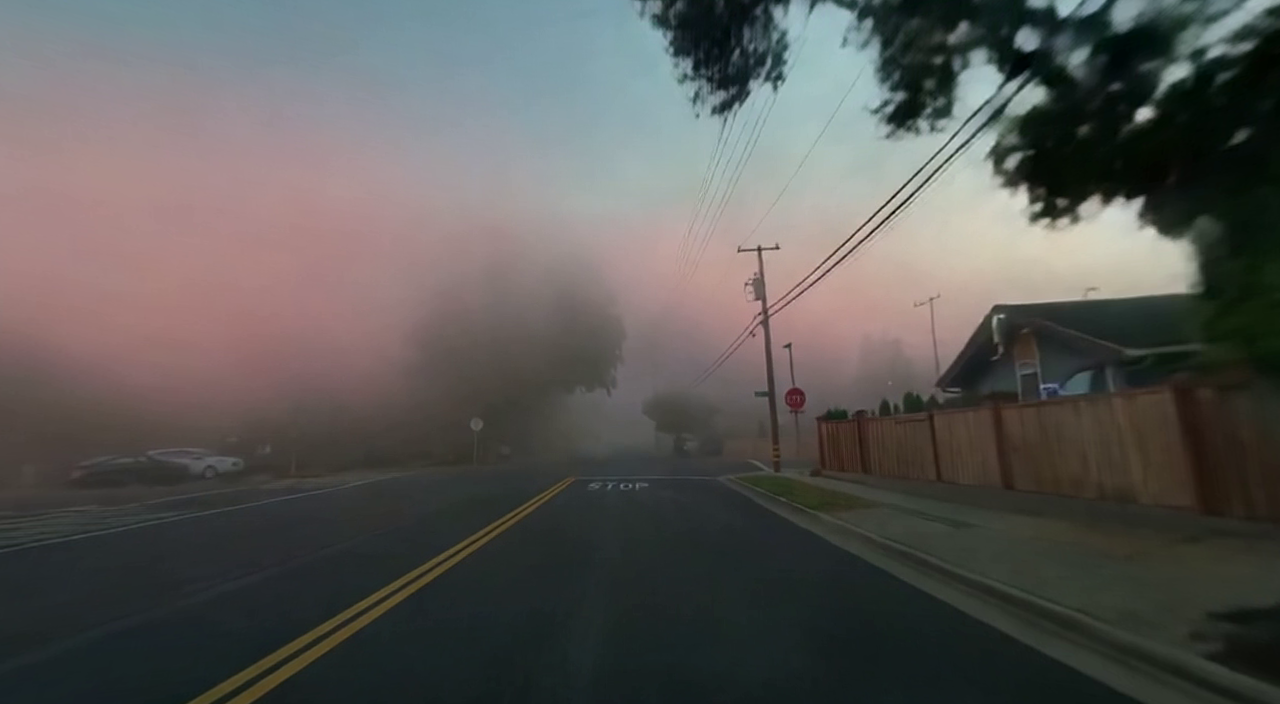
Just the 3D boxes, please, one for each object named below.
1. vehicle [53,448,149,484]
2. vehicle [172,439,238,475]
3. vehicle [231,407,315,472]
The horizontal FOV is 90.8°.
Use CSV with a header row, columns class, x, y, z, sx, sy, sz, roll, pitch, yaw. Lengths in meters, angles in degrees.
class,x,y,z,sx,sy,sz,roll,pitch,yaw
vehicle,-24.134,5.069,28.493,1.955,1.448,4.542,4,-9,-23
vehicle,-23.776,5.745,34.685,2.083,1.802,4.455,4,-9,-24
vehicle,-20.262,5.131,35.425,2.842,3.181,8.576,5,-12,-23
